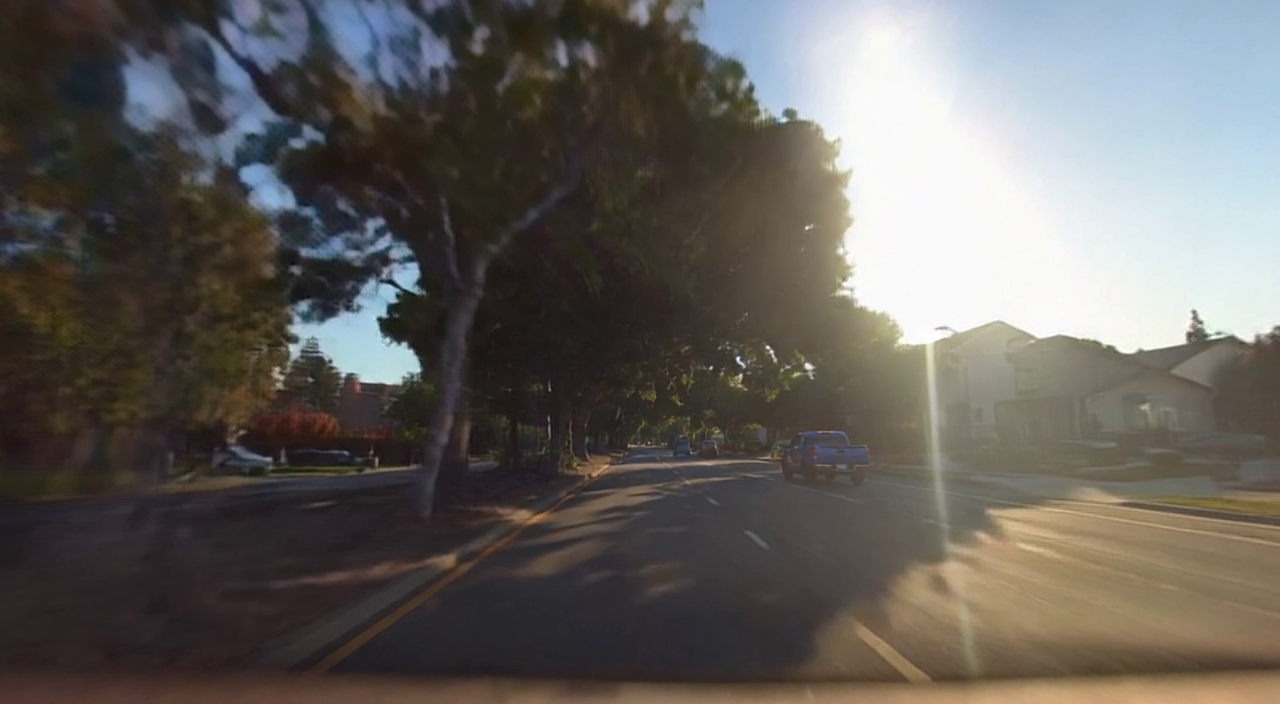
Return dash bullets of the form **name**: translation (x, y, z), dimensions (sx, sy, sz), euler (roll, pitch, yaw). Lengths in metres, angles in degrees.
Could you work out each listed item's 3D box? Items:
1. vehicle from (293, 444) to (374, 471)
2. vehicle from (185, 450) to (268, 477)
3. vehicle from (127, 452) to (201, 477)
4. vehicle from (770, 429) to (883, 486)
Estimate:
- **vehicle**: translation (-24.231, 8.299, 49.880), dimensions (5.541, 2.074, 2.416), euler (-3, -9, 19)
- **vehicle**: translation (-30.735, 8.263, 46.864), dimensions (5.297, 1.831, 2.122), euler (-2, -9, 16)
- **vehicle**: translation (-36.274, 8.543, 48.081), dimensions (4.128, 1.570, 1.995), euler (-4, -7, 5)
- **vehicle**: translation (6.415, 3.708, 22.571), dimensions (2.262, 1.769, 5.666), euler (0, -8, -1)
